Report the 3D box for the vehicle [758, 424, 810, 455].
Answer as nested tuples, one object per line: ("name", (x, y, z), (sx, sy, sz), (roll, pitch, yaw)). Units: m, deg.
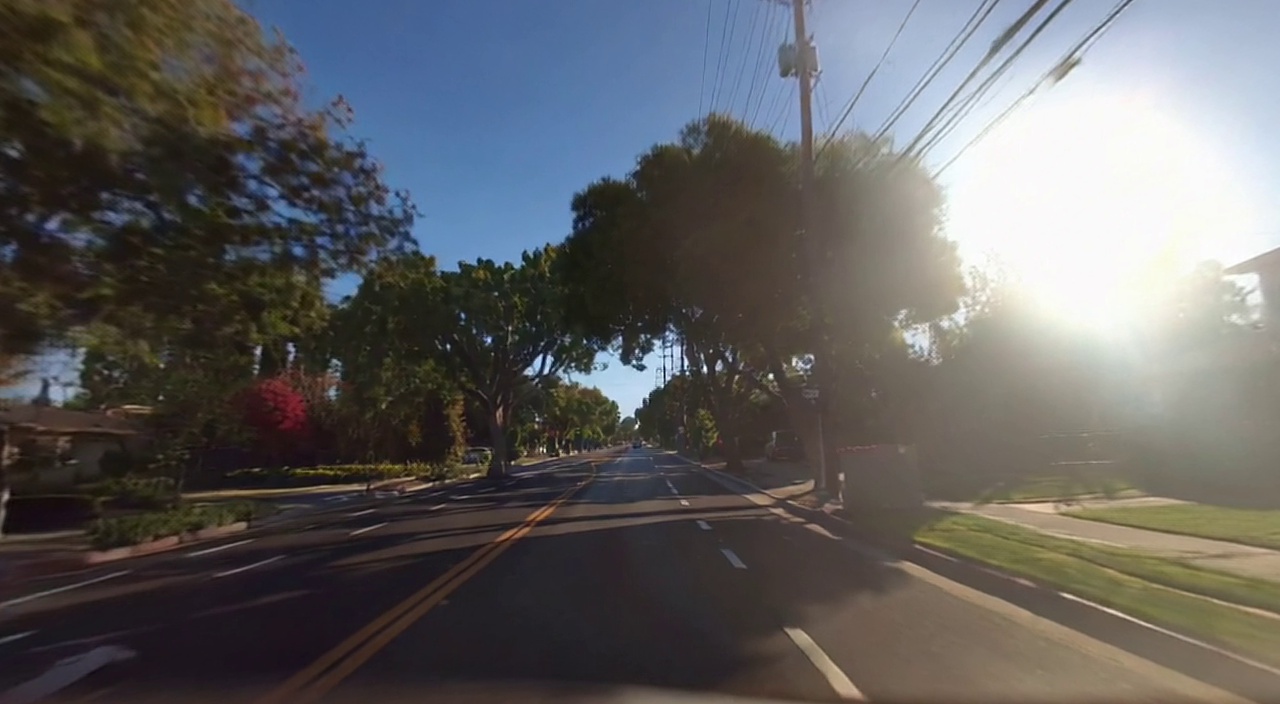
("vehicle", (9.641, 5.926, 42.788), (2.102, 1.822, 4.802), (-4, -8, -3))
